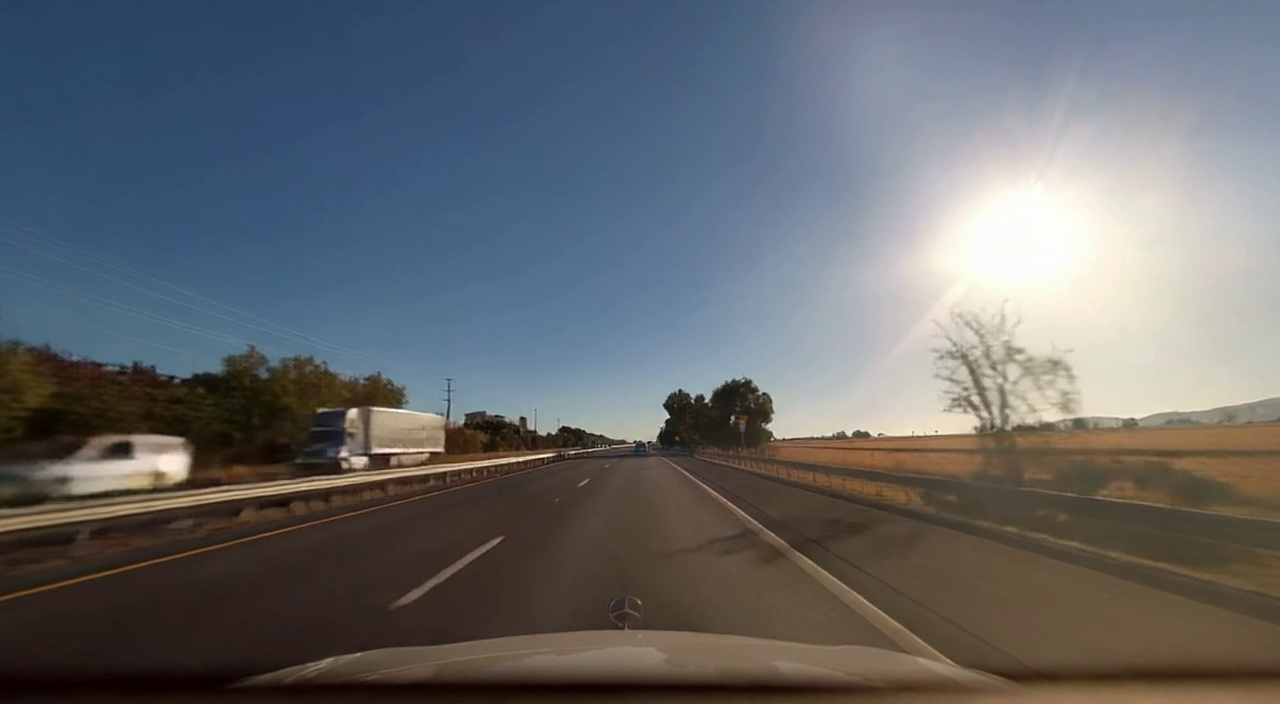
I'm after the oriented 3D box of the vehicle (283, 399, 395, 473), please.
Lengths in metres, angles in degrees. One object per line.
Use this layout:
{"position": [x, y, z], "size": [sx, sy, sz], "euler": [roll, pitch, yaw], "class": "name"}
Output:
{"position": [-16.973, 4.860, 36.031], "size": [3.040, 3.789, 6.539], "euler": [0, -9, 0], "class": "vehicle"}
